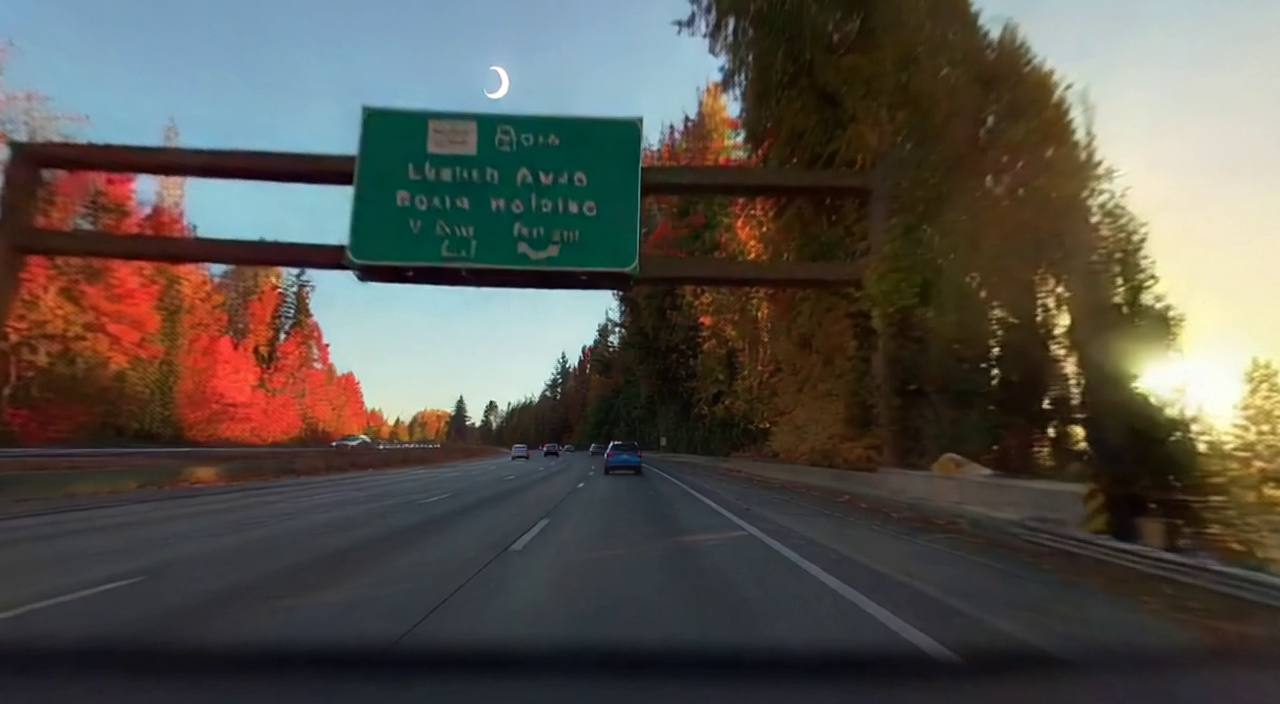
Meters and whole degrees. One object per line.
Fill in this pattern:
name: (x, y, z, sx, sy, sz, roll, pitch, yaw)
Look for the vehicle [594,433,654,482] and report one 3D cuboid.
vehicle: (-0.634, 4.035, 24.301, 2.120, 1.706, 4.226, 0, -8, -2)
